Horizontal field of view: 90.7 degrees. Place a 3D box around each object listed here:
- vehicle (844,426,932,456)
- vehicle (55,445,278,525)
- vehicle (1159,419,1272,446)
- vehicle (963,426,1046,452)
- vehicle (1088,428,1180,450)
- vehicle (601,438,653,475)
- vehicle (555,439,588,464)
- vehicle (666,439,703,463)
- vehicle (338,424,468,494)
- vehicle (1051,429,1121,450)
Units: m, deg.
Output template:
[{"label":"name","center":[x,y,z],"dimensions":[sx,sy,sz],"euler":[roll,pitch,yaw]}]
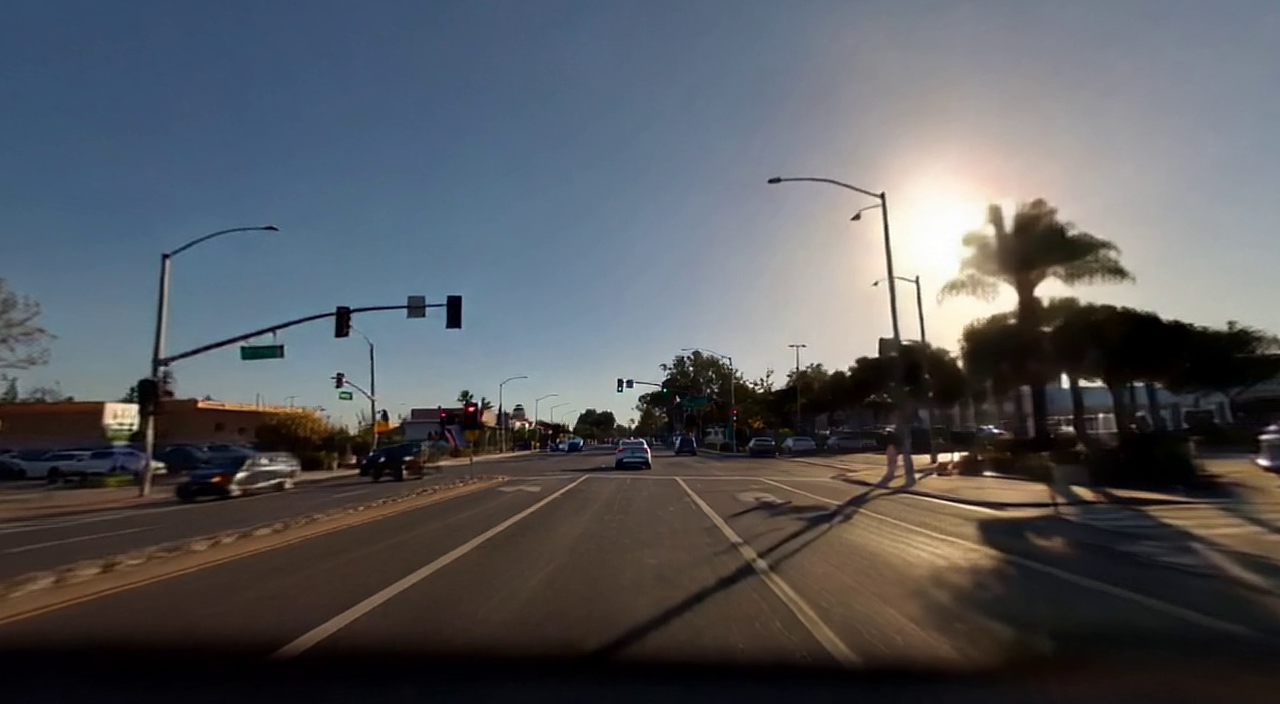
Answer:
[{"label":"vehicle","center":[17.095,6.182,43.822],"dimensions":[5.173,1.976,2.223],"euler":[0,-9,0]},{"label":"vehicle","center":[-11.697,3.261,16.240],"dimensions":[2.039,1.630,4.878],"euler":[1,-8,-2]},{"label":"vehicle","center":[43.042,6.060,47.416],"dimensions":[6.181,1.903,2.214],"euler":[0,-9,-1]},{"label":"vehicle","center":[25.045,6.016,43.612],"dimensions":[4.473,1.751,1.909],"euler":[0,-9,-1]},{"label":"vehicle","center":[34.121,6.040,43.784],"dimensions":[4.668,1.469,1.963],"euler":[0,-9,-1]},{"label":"vehicle","center":[-0.580,4.652,28.421],"dimensions":[2.160,1.508,4.319],"euler":[0,-9,-1]},{"label":"vehicle","center":[-5.309,7.715,49.464],"dimensions":[2.032,1.747,4.479],"euler":[-2,-8,0]},{"label":"vehicle","center":[2.996,6.753,43.217],"dimensions":[2.060,1.471,4.168],"euler":[0,-9,-2]},{"label":"vehicle","center":[-8.568,3.946,23.754],"dimensions":[2.440,2.225,6.346],"euler":[0,-9,-1]},{"label":"vehicle","center":[33.162,6.521,47.084],"dimensions":[3.696,1.532,1.927],"euler":[0,-9,-2]}]
